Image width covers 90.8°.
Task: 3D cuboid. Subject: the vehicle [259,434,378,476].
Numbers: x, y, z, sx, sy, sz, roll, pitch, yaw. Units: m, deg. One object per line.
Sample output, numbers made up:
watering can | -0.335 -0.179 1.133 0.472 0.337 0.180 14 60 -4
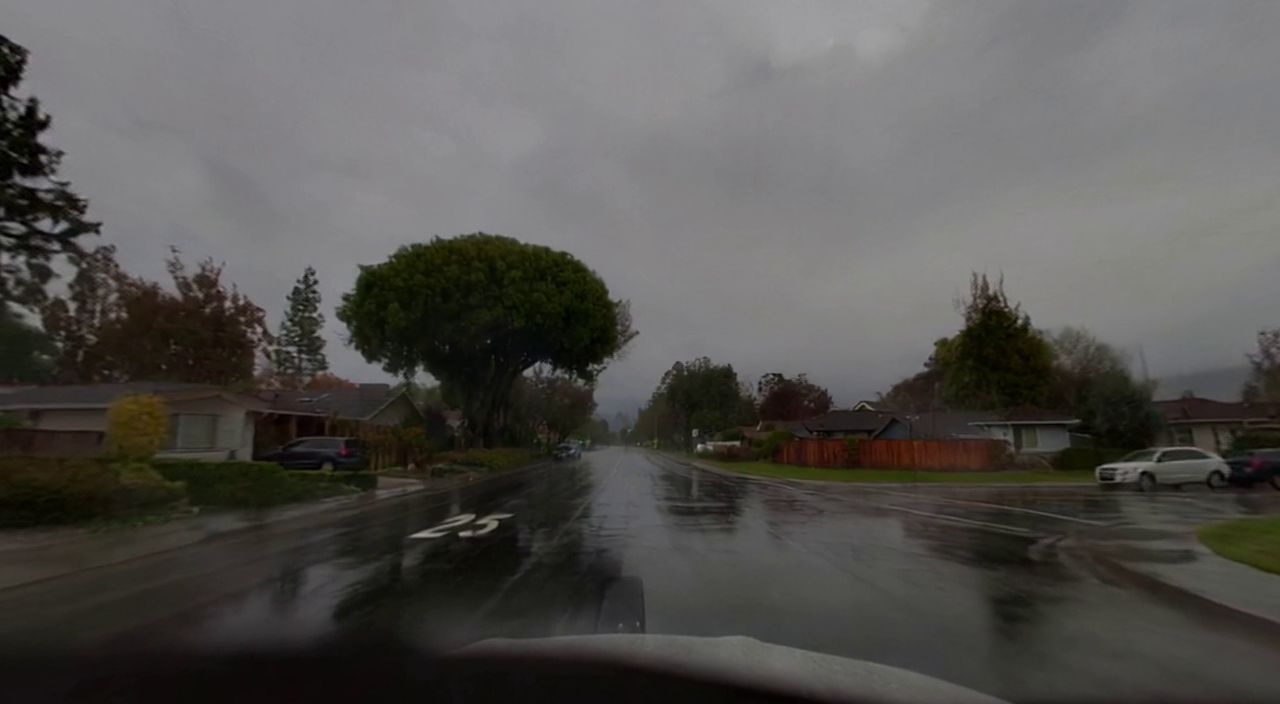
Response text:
vehicle | -13.453 4.340 26.606 3.921 1.629 1.832 0 -10 2

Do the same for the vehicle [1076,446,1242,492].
vehicle | 20.162 4.529 24.717 4.607 1.694 2.106 0 -9 -1
